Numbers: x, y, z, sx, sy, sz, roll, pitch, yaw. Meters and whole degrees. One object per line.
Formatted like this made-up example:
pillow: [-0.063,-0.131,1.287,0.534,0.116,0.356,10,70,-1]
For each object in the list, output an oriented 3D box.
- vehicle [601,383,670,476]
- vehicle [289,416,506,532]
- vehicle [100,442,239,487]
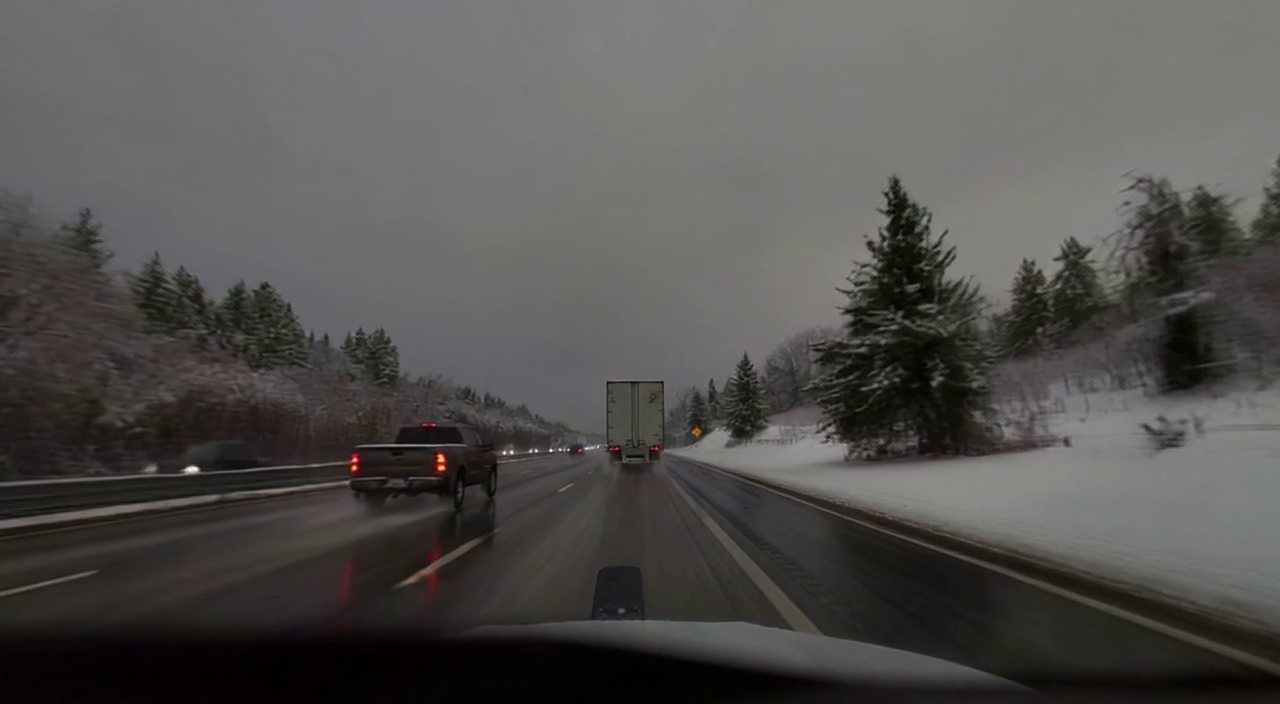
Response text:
vehicle: [-0.250,4.292,33.771,3.052,4.132,11.336,0,-8,0]
vehicle: [-4.384,2.314,12.554,2.285,1.833,4.984,0,-8,1]
vehicle: [-22.059,5.271,29.927,2.215,1.885,5.618,0,-8,1]
